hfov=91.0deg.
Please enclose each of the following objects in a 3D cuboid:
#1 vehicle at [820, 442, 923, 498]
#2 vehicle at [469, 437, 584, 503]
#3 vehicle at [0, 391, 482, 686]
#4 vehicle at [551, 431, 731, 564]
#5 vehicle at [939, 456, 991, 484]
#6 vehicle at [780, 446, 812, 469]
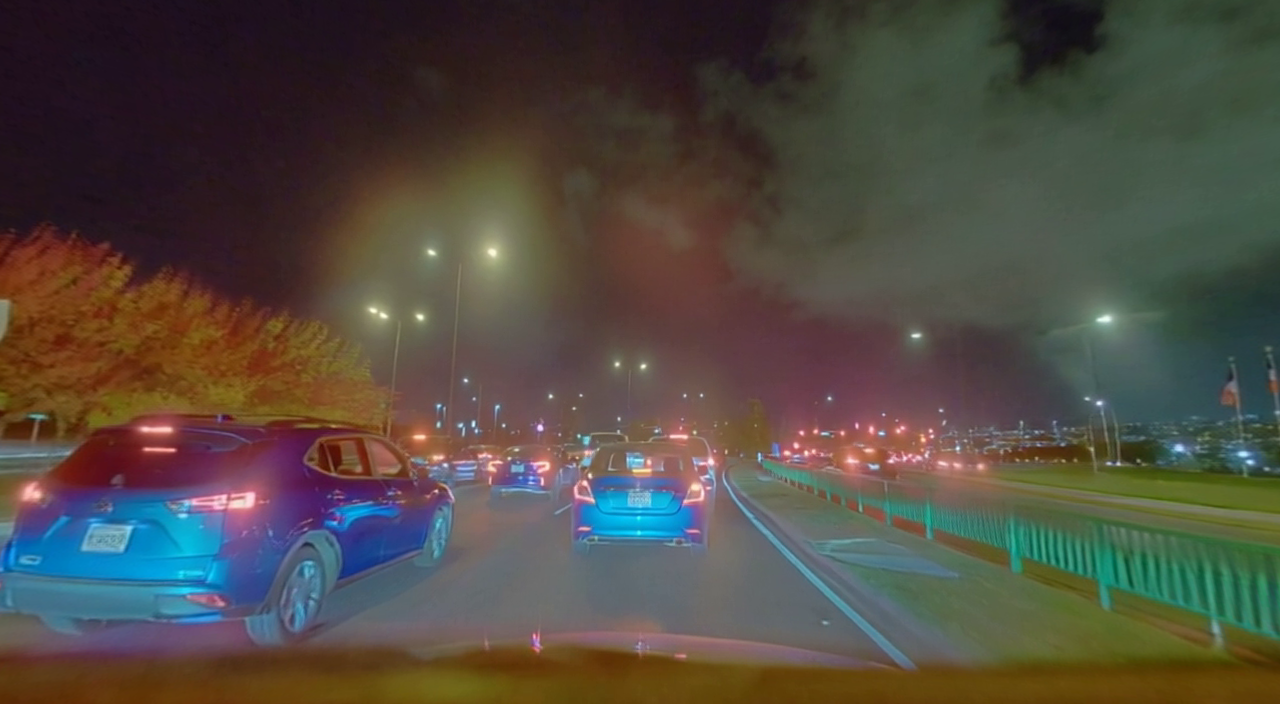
[{"bbox_3d":[7.521,3.851,21.001,2.011,1.610,4.568,0,-9,4],"label":"vehicle"},{"bbox_3d":[-2.934,3.178,17.424,1.974,1.549,4.603,0,-9,5],"label":"vehicle"},{"bbox_3d":[-3.093,1.367,5.766,1.988,1.635,4.260,0,-9,3],"label":"vehicle"},{"bbox_3d":[0.138,2.020,9.525,2.090,1.506,4.276,0,-9,4],"label":"vehicle"},{"bbox_3d":[21.939,7.938,42.655,1.946,1.649,4.326,-1,-9,11],"label":"vehicle"},{"bbox_3d":[11.151,7.539,45.142,1.944,1.544,4.301,-1,-9,11],"label":"vehicle"}]
